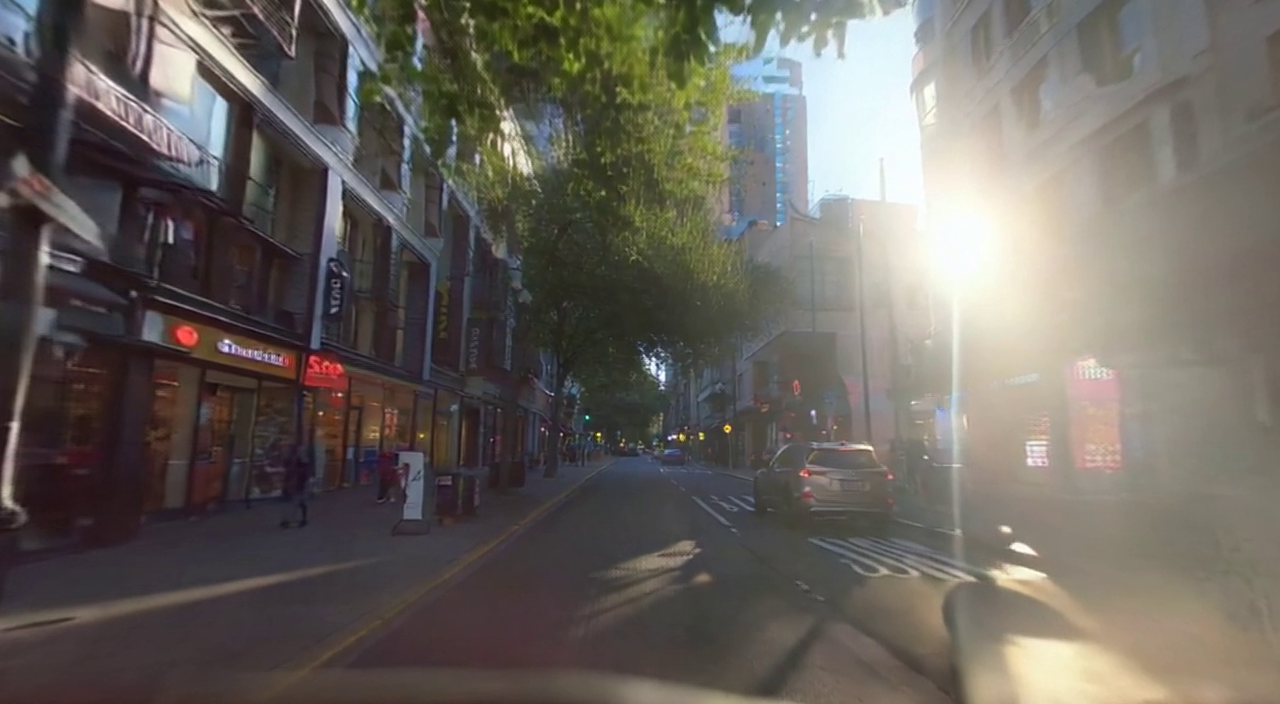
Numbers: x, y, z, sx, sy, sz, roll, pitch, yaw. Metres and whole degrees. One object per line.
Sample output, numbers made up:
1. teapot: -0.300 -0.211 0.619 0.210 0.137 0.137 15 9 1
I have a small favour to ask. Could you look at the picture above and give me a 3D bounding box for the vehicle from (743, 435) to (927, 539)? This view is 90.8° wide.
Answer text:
1. vehicle: 3.341 2.393 11.869 1.971 1.559 4.326 0 -9 -1
